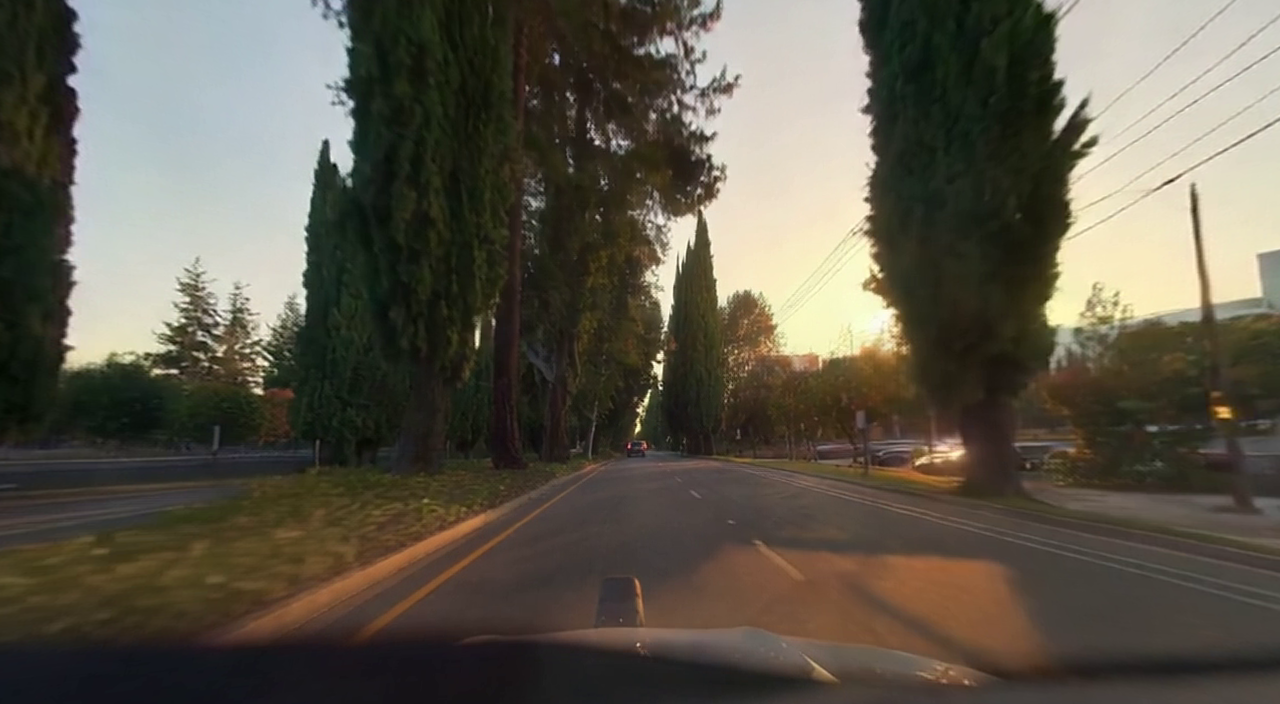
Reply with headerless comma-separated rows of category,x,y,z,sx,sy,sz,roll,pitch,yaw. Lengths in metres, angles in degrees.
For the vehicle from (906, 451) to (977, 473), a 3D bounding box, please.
vehicle,23.736,8.671,49.861,4.519,1.658,1.911,-1,-8,0
